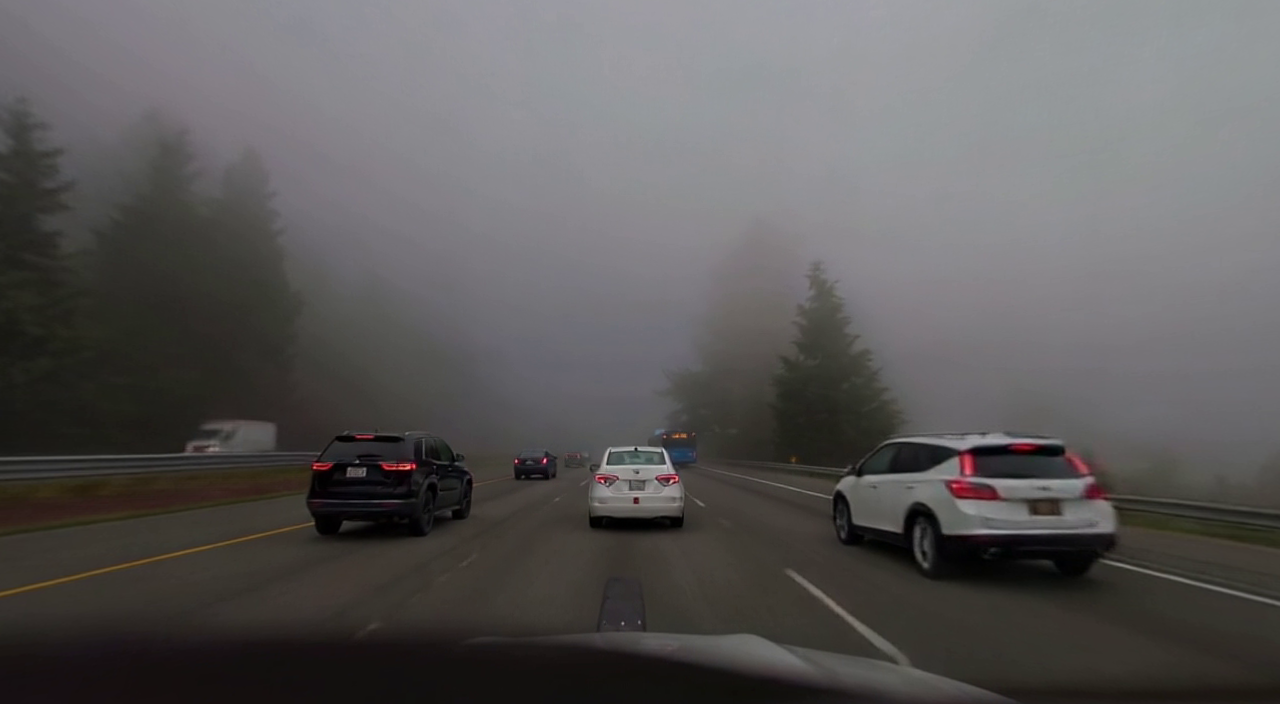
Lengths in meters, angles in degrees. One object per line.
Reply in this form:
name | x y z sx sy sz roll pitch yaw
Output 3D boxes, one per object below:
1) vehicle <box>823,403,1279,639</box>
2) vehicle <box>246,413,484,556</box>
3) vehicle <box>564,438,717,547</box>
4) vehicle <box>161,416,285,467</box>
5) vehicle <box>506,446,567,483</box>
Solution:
vehicle | 3.649 1.544 6.731 1.996 1.688 4.207 0 -9 -2
vehicle | -3.835 1.916 9.725 1.830 1.703 4.142 0 -9 -1
vehicle | -0.058 2.279 10.893 2.120 1.478 4.179 0 -9 -2
vehicle | -17.351 3.805 26.586 2.088 1.974 4.664 0 -9 -2
vehicle | -4.484 4.932 27.888 2.122 1.491 3.800 0 -9 -1
